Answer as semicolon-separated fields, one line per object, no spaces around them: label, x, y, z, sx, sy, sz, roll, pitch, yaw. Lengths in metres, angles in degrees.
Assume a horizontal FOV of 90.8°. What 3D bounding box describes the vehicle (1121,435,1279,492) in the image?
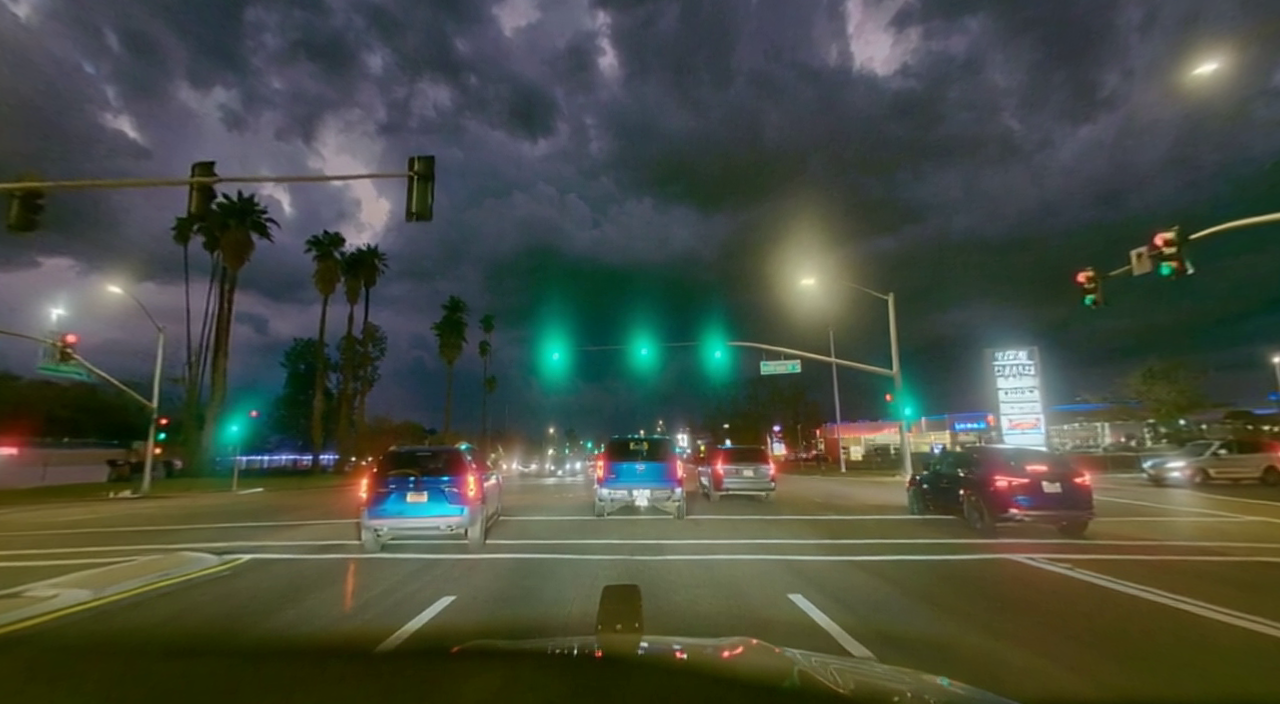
vehicle;19.876;3.772;21.590;5.053;1.787;2.168;0;-9;-1

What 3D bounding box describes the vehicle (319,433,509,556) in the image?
vehicle;-3.582;2.307;11.044;2.201;1.644;4.465;1;-9;-8

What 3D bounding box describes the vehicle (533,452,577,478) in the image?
vehicle;-5.109;6.839;38.450;2.030;1.441;4.324;-1;-9;1

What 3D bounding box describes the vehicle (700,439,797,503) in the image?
vehicle;3.179;3.595;19.537;2.112;1.710;4.234;0;-9;-2

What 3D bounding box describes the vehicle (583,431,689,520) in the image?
vehicle;-0.142;2.820;14.958;2.151;1.787;4.109;0;-9;-2

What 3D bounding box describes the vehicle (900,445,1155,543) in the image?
vehicle;6.789;2.485;11.791;1.944;1.447;4.309;0;-9;-1
